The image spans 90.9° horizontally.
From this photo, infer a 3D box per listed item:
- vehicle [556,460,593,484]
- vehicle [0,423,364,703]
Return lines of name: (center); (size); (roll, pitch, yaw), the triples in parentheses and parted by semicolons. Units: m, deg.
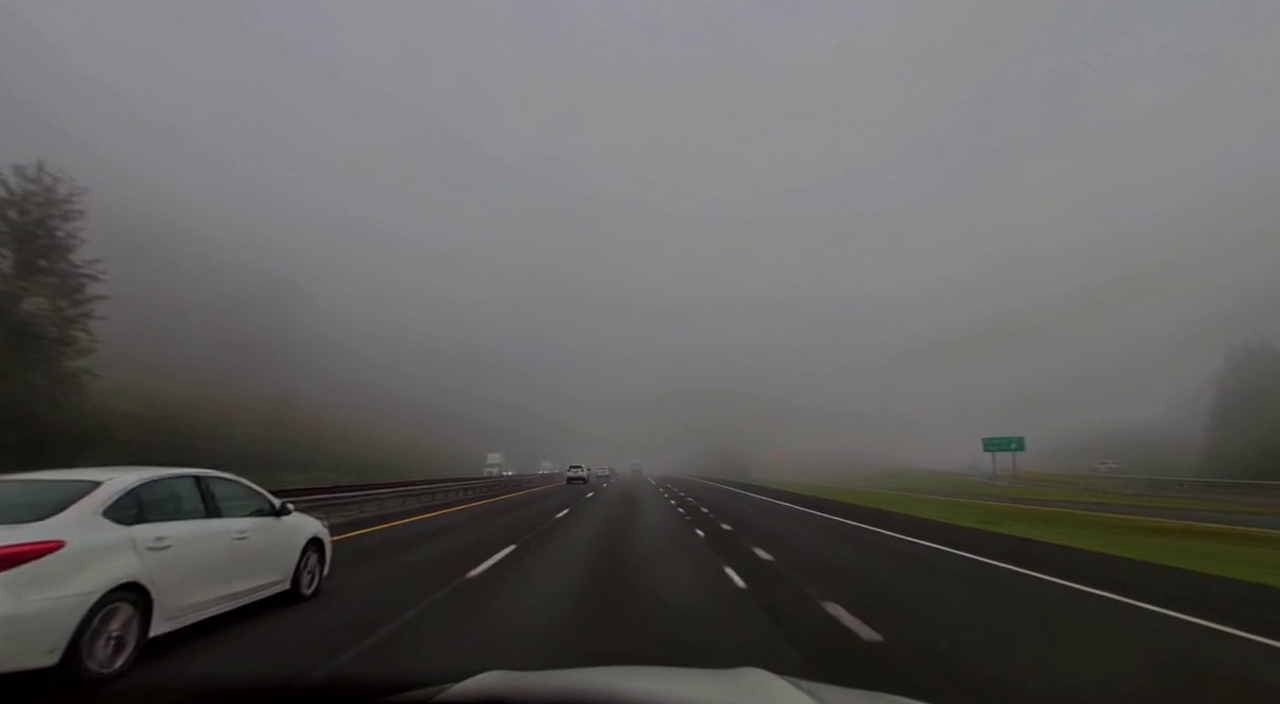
vehicle: (-4.502, 8.366, 43.988); (2.126, 1.488, 4.186); (1, -11, 0)
vehicle: (-3.864, 1.284, 4.201); (1.998, 1.427, 4.462); (1, -11, 0)
